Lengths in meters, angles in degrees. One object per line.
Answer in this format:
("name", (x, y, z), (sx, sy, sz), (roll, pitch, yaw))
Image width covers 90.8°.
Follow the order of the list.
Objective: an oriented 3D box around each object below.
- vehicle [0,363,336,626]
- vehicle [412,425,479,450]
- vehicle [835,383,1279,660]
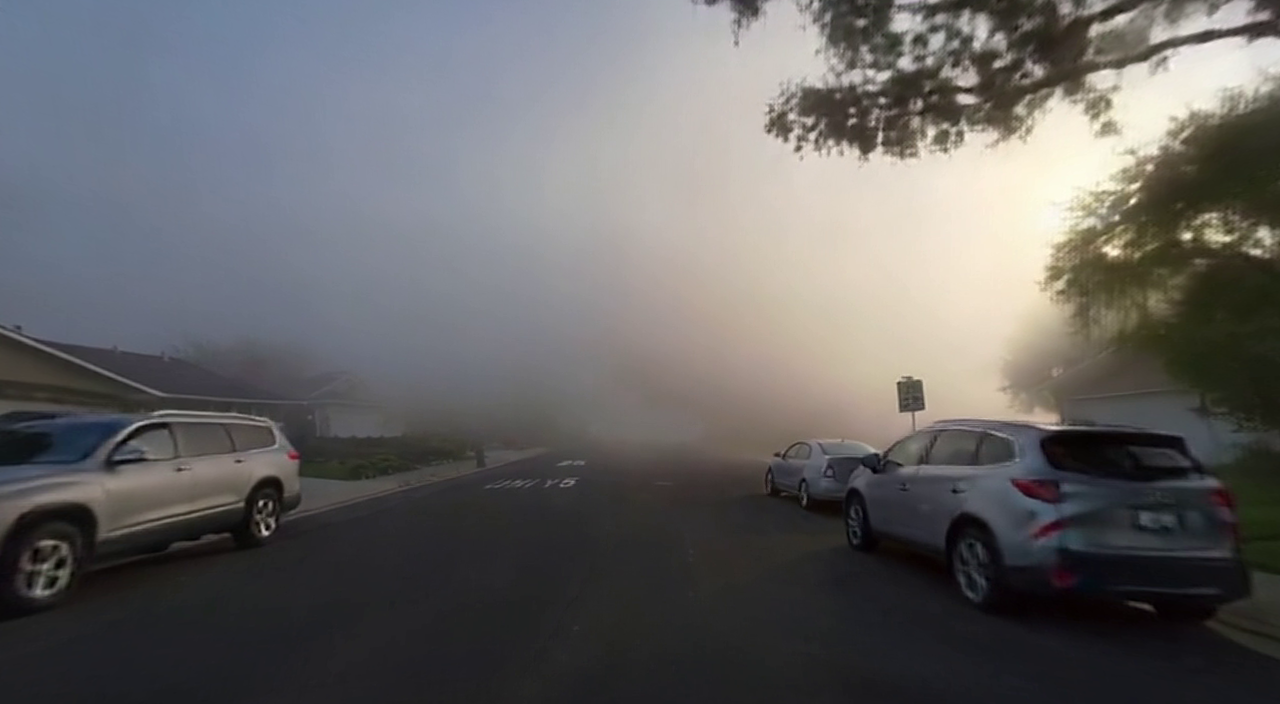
("vehicle", (-6.026, 1.476, 7.294), (2.322, 1.949, 5.695), (-1, -9, -2))
("vehicle", (-13.372, 5.885, 43.507), (3.921, 1.629, 1.832), (0, -10, 2))
("vehicle", (3.736, 1.395, 6.334), (2.033, 1.730, 4.554), (0, -8, -1))
